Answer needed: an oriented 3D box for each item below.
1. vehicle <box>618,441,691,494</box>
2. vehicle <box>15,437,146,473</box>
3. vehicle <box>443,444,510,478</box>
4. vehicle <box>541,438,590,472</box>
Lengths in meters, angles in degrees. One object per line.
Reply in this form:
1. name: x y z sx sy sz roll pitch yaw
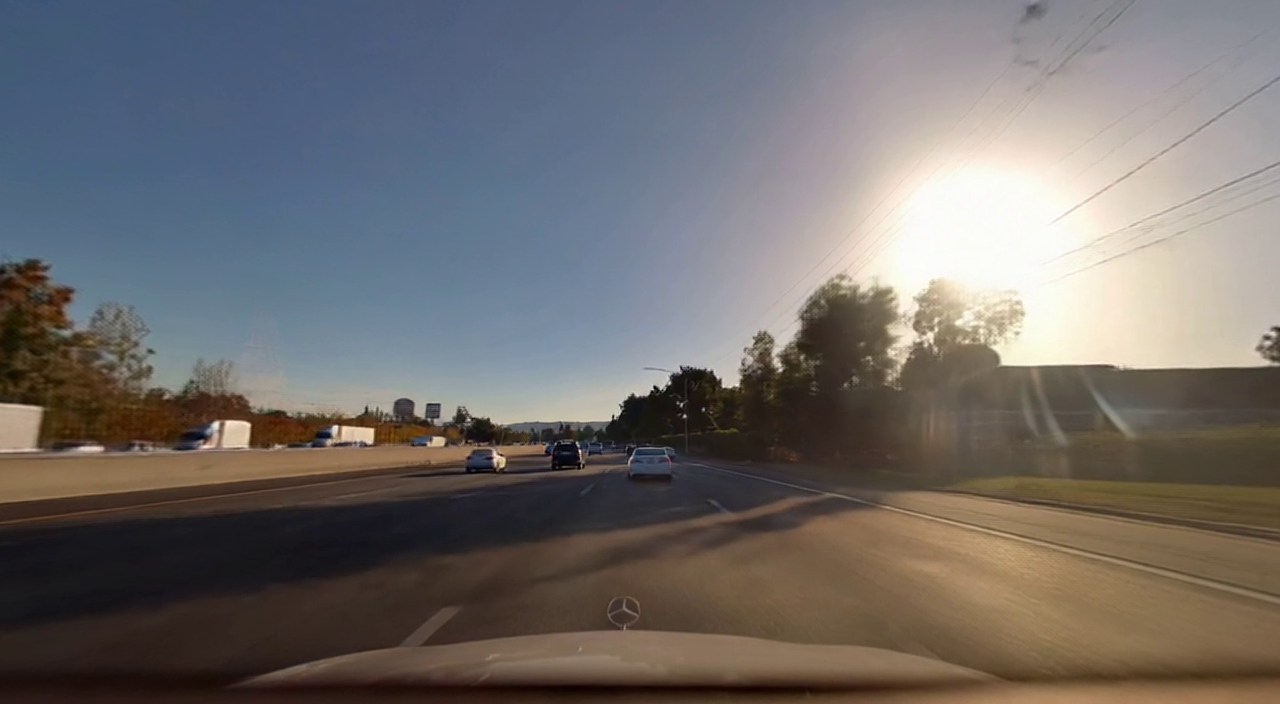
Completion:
1. vehicle: 0.361 3.605 20.098 2.082 1.482 4.126 0 -8 -2
2. vehicle: -31.023 5.692 35.304 2.303 1.824 5.757 0 -8 -3
3. vehicle: -7.578 5.089 29.767 1.974 1.464 4.733 0 -8 -1
4. vehicle: -4.051 5.691 35.141 2.289 1.777 4.534 0 -8 -2
